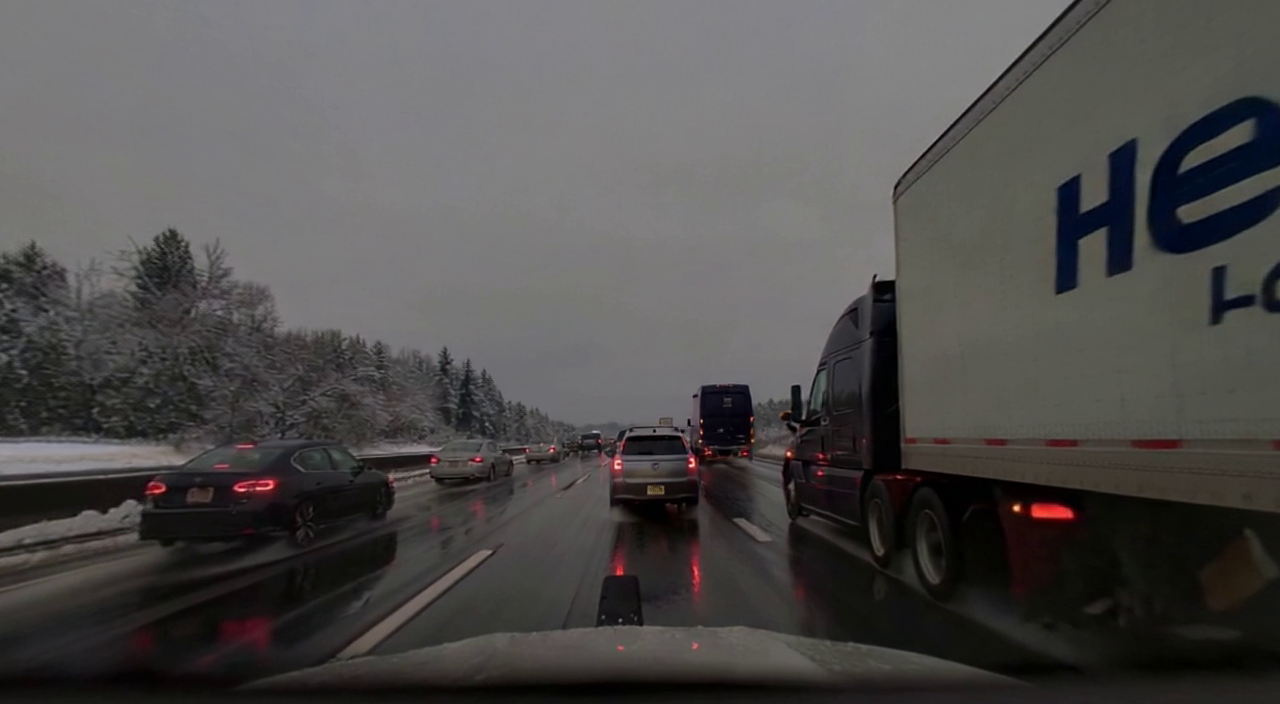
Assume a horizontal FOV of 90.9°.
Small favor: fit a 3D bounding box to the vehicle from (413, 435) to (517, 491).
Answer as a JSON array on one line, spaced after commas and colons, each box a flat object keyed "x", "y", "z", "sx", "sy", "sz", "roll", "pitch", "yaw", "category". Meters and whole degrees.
[{"x": -5.018, "y": 3.205, "z": 18.631, "sx": 1.880, "sy": 1.458, "sz": 3.978, "roll": 0, "pitch": -8, "yaw": 1, "category": "vehicle"}]

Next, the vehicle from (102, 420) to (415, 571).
[{"x": -4.557, "y": 1.718, "z": 8.321, "sx": 1.821, "sy": 1.514, "sz": 3.677, "roll": 0, "pitch": -8, "yaw": 0, "category": "vehicle"}]

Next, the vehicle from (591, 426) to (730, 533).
[{"x": 0.284, "y": 2.056, "z": 10.792, "sx": 1.973, "sy": 1.505, "sz": 3.568, "roll": 0, "pitch": -8, "yaw": 0, "category": "vehicle"}]

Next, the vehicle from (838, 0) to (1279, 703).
[{"x": 4.065, "y": -0.488, "z": 0.833, "sx": 2.817, "sy": 3.989, "sz": 14.321, "roll": 0, "pitch": -8, "yaw": -1, "category": "vehicle"}]

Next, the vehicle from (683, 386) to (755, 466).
[{"x": 4.514, "y": 4.762, "z": 39.533, "sx": 2.892, "sy": 4.101, "sz": 14.252, "roll": 0, "pitch": -8, "yaw": 1, "category": "vehicle"}]

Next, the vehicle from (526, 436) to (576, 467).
[{"x": -4.598, "y": 5.194, "z": 33.270, "sx": 1.887, "sy": 1.493, "sz": 4.411, "roll": 0, "pitch": -8, "yaw": 1, "category": "vehicle"}]
